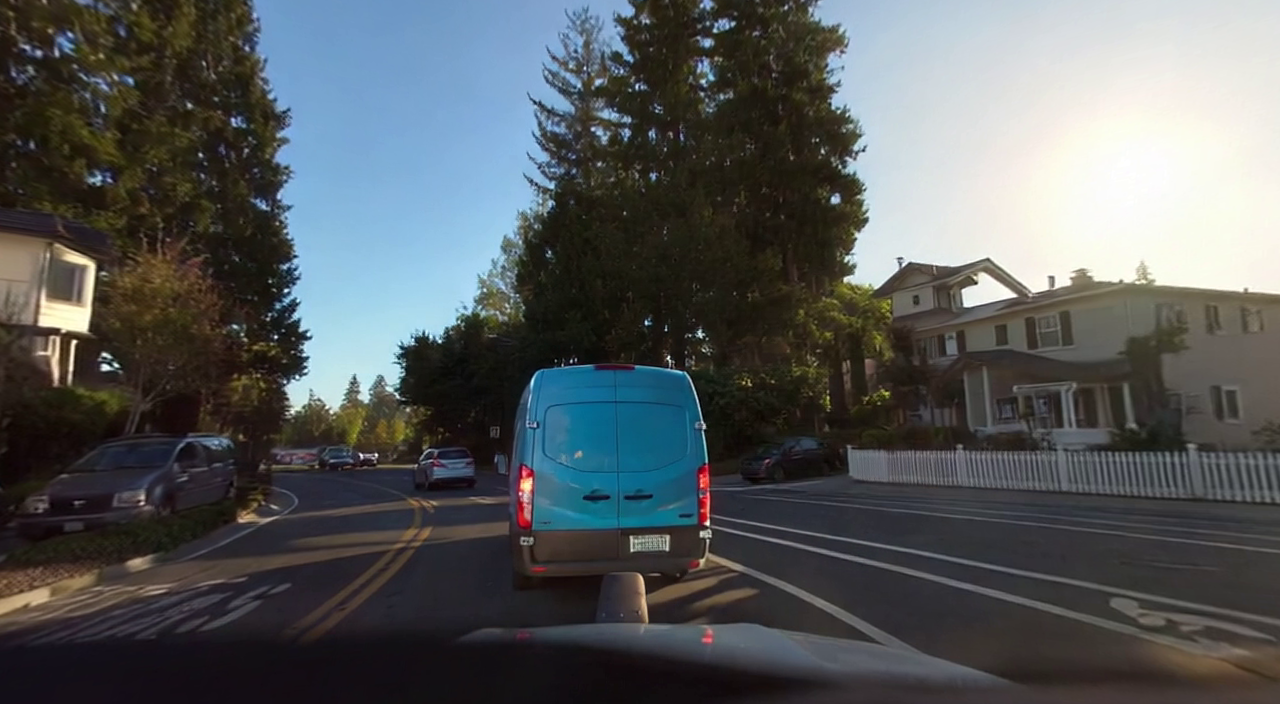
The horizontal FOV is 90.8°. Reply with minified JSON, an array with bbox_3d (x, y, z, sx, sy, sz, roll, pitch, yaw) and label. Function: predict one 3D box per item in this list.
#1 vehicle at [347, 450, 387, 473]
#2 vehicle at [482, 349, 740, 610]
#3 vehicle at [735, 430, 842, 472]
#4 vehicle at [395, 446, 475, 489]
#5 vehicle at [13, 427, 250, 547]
[{"bbox_3d":[-19.270,7.648,44.462,1.911,1.493,4.291,5,-10,-31],"label":"vehicle"},{"bbox_3d":[-0.768,1.411,7.803,2.213,2.124,4.809,2,-9,-14],"label":"vehicle"},{"bbox_3d":[6.746,4.469,28.575,4.559,1.754,1.985,5,-10,-31],"label":"vehicle"},{"bbox_3d":[-7.885,4.320,24.007,2.008,1.445,4.386,5,-10,-29],"label":"vehicle"},{"bbox_3d":[-9.875,2.581,12.978,2.228,1.871,5.492,3,-9,-22],"label":"vehicle"}]
